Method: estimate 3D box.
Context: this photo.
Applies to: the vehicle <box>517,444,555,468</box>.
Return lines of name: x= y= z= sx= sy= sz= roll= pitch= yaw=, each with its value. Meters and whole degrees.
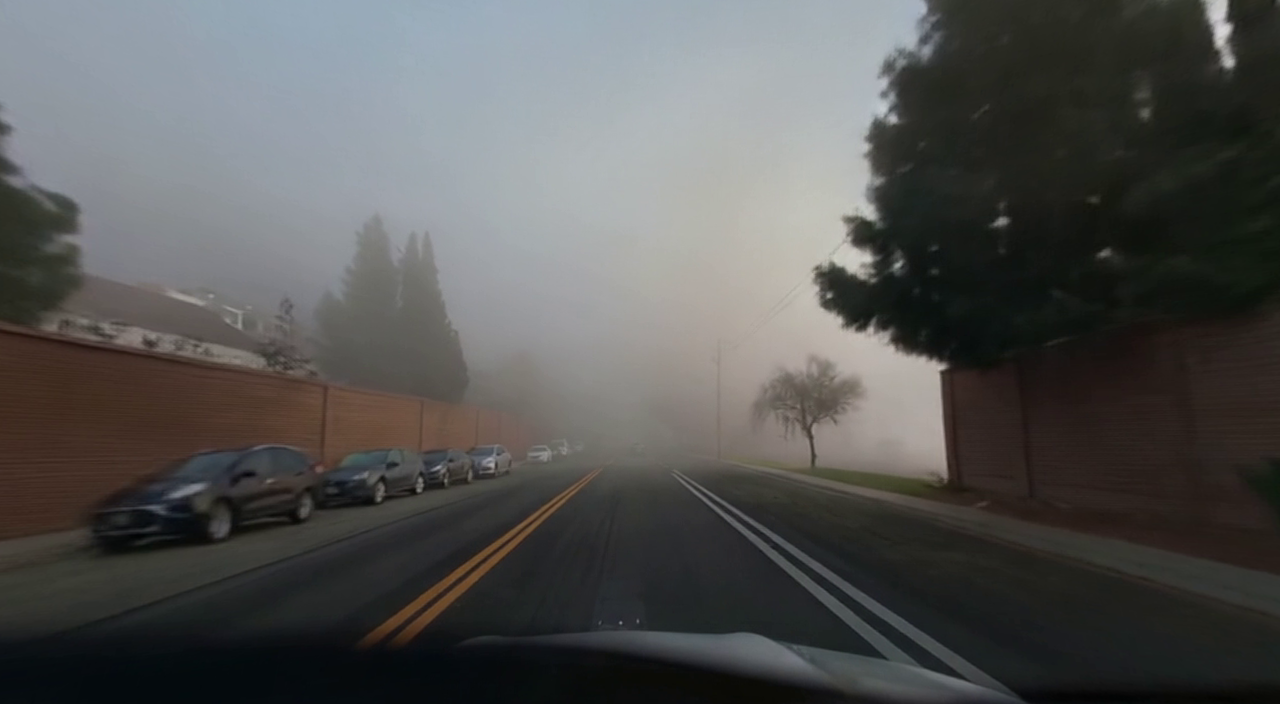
vehicle: x=-7.249 y=7.248 z=44.444 sx=1.989 sy=1.485 sz=4.218 roll=1 pitch=-7 yaw=0

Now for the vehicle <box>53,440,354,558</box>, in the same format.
vehicle: x=-6.846 y=2.279 z=10.735 sx=1.899 sy=1.485 sz=4.593 roll=1 pitch=-8 yaw=-1

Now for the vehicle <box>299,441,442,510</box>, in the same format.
vehicle: x=-6.951 y=3.176 z=16.889 sx=1.779 sy=1.473 sz=4.510 roll=1 pitch=-7 yaw=1
